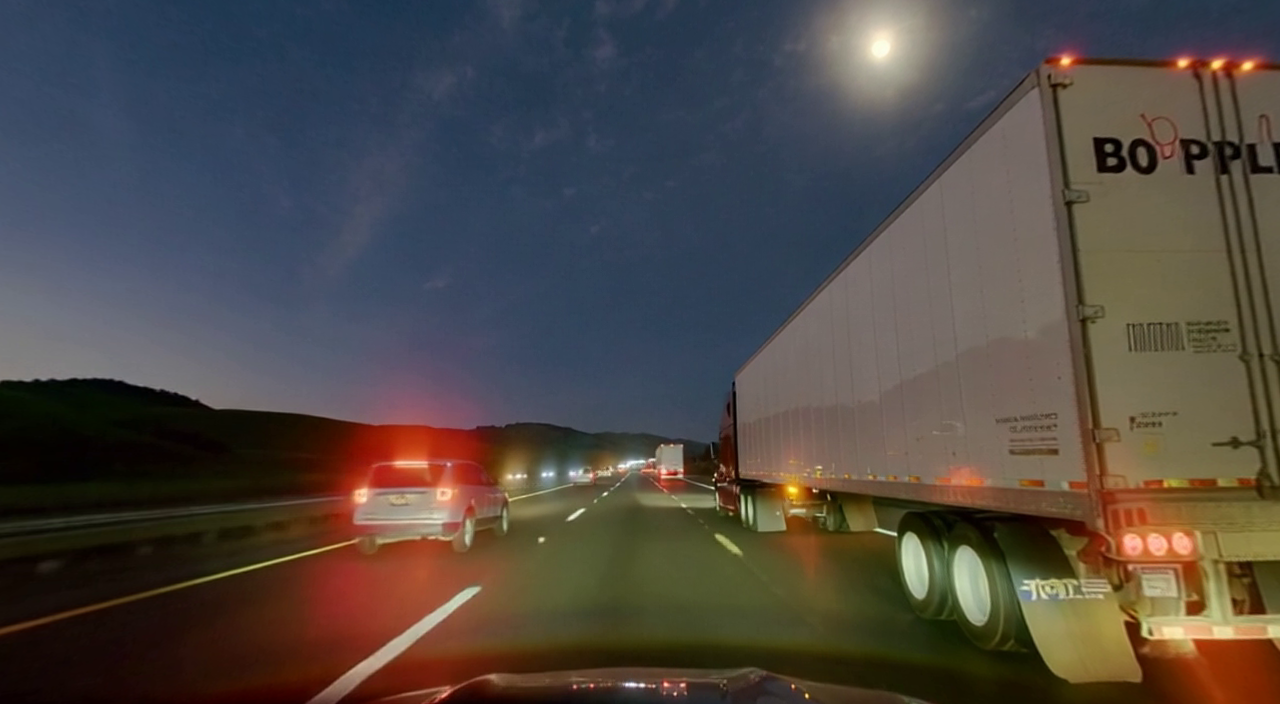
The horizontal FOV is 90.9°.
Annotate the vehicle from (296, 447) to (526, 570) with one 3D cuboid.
[{"bbox_3d":[-3.275,2.372,10.128,2.021,1.505,4.286,1,-11,1],"label":"vehicle"}]

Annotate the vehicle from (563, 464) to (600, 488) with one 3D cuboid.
[{"bbox_3d":[-3.999,8.649,44.037,2.088,1.566,4.853,1,-11,0],"label":"vehicle"}]

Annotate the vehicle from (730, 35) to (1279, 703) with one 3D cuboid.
[{"bbox_3d":[4.058,1.291,10.554,2.839,4.062,14.051,1,-11,-1],"label":"vehicle"}]
